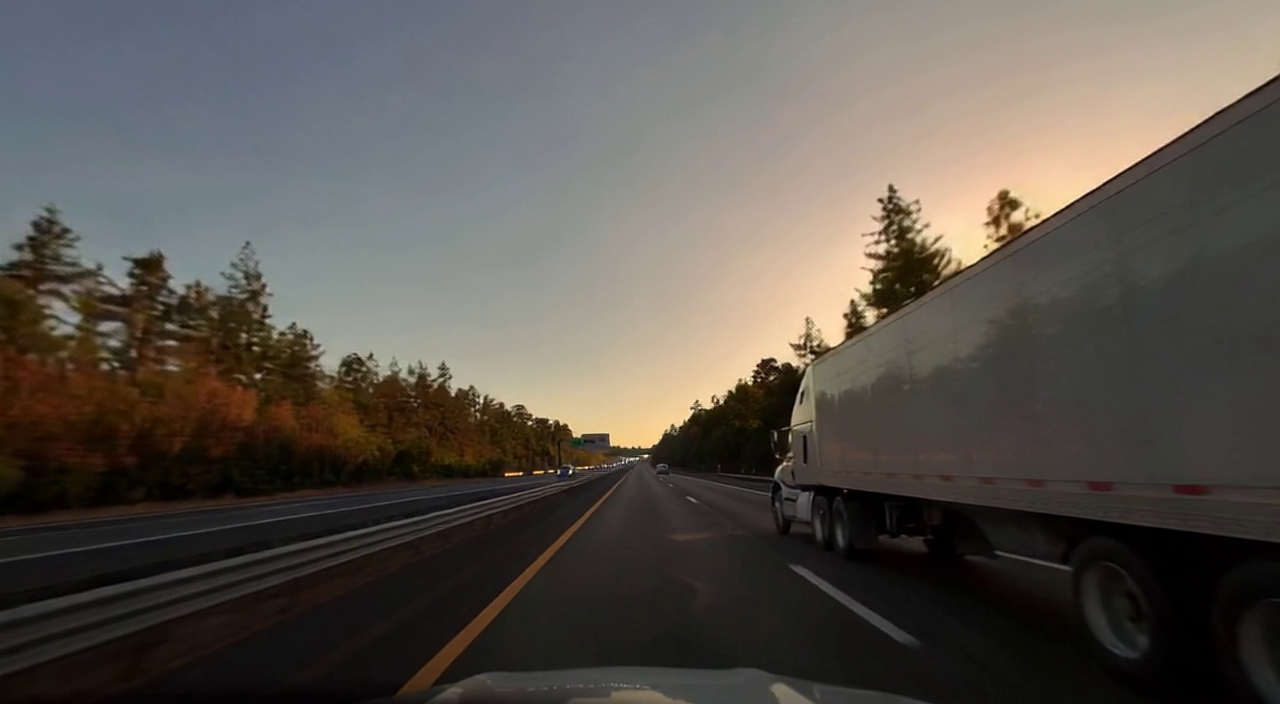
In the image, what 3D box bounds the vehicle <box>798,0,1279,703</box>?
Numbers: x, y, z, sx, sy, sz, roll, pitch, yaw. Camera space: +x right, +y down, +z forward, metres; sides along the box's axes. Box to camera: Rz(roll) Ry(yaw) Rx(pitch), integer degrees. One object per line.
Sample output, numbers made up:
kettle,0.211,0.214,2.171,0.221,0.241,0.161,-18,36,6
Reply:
vehicle,4.657,0.221,4.804,3.204,4.102,13.306,1,-10,-1
